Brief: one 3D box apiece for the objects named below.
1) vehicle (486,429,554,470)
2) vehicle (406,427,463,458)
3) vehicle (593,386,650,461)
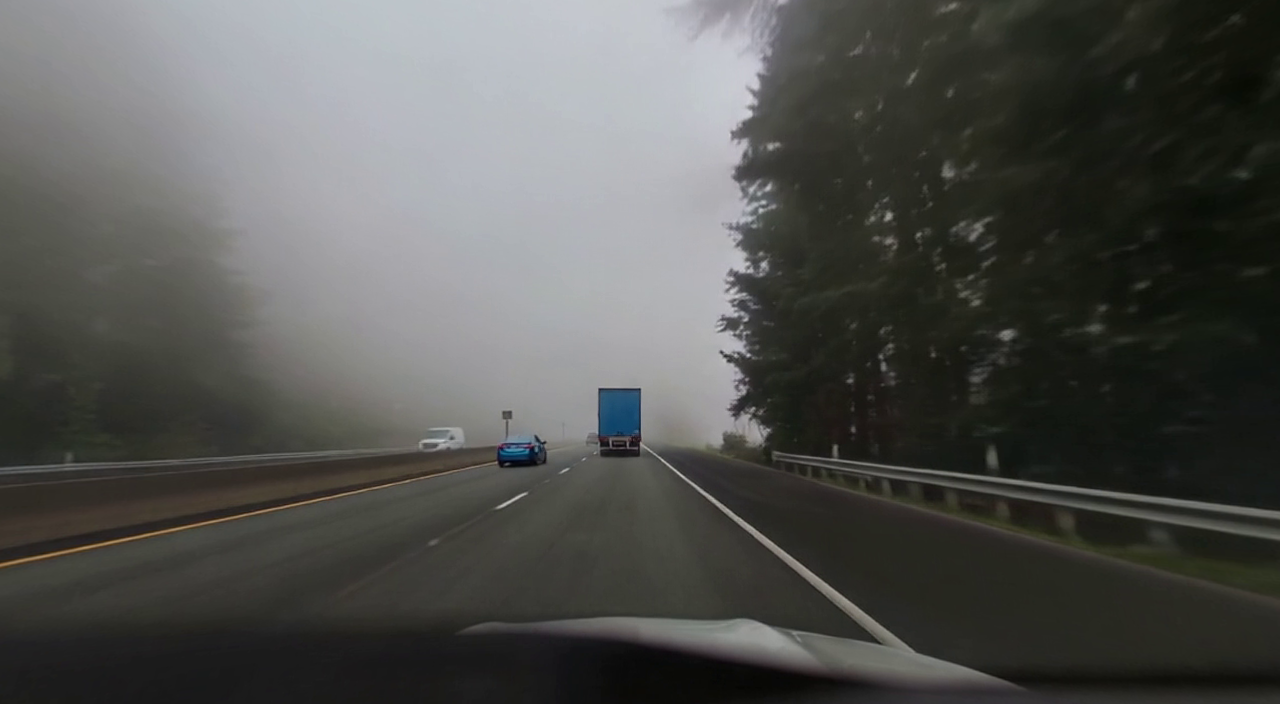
[{"bbox_3d":[-5.128,4.200,27.567,2.117,1.618,4.480,0,-8,0],"label":"vehicle"},{"bbox_3d":[-13.073,5.805,40.481,2.155,1.864,4.737,0,-8,-1],"label":"vehicle"},{"bbox_3d":[-1.100,4.357,37.633,2.955,3.851,9.915,0,-8,-2],"label":"vehicle"}]
